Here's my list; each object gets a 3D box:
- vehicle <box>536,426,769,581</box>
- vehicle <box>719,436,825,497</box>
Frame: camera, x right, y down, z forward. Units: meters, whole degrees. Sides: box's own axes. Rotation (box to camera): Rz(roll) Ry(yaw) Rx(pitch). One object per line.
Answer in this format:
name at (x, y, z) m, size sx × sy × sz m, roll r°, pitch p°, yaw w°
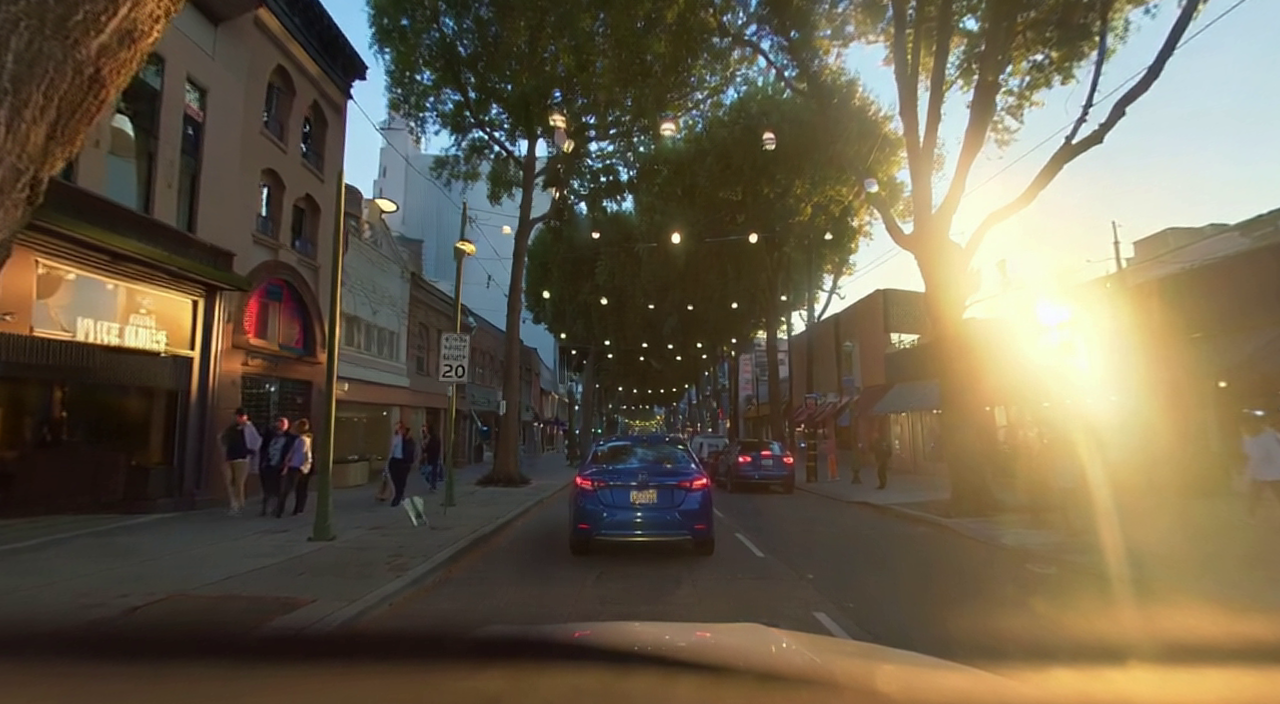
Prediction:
vehicle at (0.090, 1.782, 8.269) m, size 2.261 × 1.474 × 4.130 m, roll 0°, pitch -9°, yaw -1°
vehicle at (3.616, 3.217, 18.172) m, size 2.025 × 1.523 × 4.426 m, roll 0°, pitch -9°, yaw -1°
